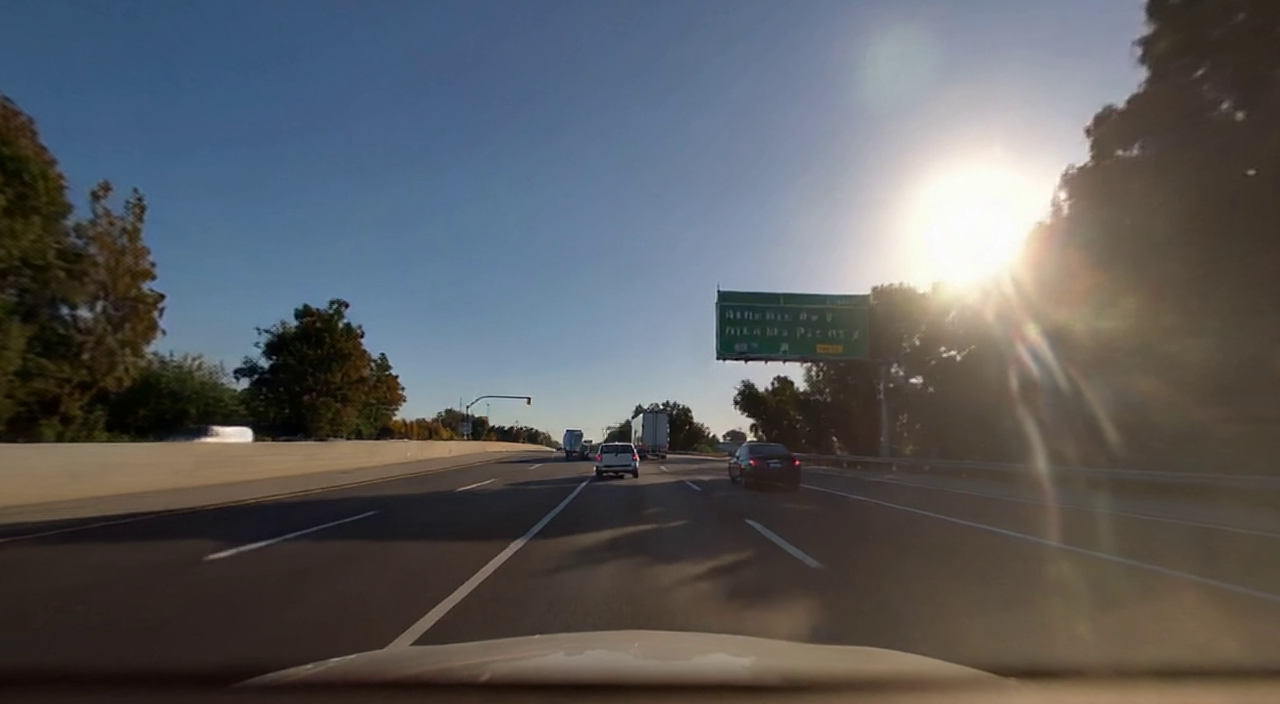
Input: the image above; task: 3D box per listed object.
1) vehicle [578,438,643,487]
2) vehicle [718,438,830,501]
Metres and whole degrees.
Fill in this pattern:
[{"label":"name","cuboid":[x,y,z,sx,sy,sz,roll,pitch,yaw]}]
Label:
[{"label":"vehicle","cuboid":[-0.985,3.762,21.855,2.020,1.516,3.951,0,-9,-1]},{"label":"vehicle","cuboid":[3.502,3.149,17.364,1.971,1.472,4.301,0,-9,-2]}]
